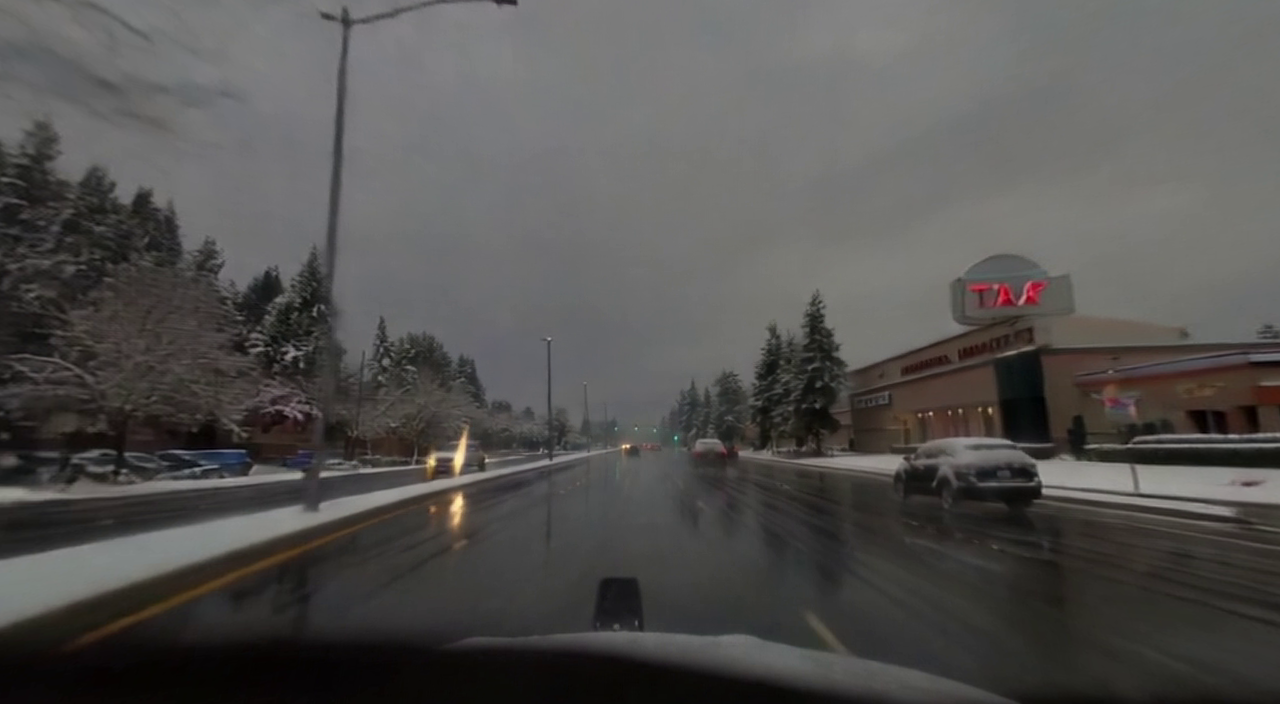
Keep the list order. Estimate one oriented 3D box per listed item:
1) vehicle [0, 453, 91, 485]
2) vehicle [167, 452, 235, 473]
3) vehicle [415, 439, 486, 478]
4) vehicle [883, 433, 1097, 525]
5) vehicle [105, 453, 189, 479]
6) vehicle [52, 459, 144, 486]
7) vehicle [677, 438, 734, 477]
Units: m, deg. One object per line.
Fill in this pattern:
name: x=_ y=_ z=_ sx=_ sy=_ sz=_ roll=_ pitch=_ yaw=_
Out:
vehicle: x=-30.281 y=5.777 z=31.068 sx=4.598 sy=1.447 sz=1.772 roll=0 pitch=-8 yaw=0
vehicle: x=-29.341 y=7.379 z=42.109 sx=3.351 sy=1.369 sz=1.579 roll=0 pitch=-9 yaw=3
vehicle: x=-9.304 y=5.251 z=31.272 sx=2.160 sy=1.785 sz=4.280 roll=0 pitch=-9 yaw=0
vehicle: x=6.783 y=2.476 z=12.839 sx=1.886 sy=1.528 sz=4.169 roll=1 pitch=-9 yaw=-1
vehicle: x=-28.672 y=6.618 z=36.662 sx=3.453 sy=1.405 sz=1.745 roll=0 pitch=-8 yaw=2
vehicle: x=-29.162 y=6.460 z=33.903 sx=3.281 sy=1.321 sz=1.809 roll=0 pitch=-8 yaw=2
vehicle: x=2.957 y=4.878 z=29.334 sx=2.161 sy=1.676 sz=4.151 roll=1 pitch=-9 yaw=-1
